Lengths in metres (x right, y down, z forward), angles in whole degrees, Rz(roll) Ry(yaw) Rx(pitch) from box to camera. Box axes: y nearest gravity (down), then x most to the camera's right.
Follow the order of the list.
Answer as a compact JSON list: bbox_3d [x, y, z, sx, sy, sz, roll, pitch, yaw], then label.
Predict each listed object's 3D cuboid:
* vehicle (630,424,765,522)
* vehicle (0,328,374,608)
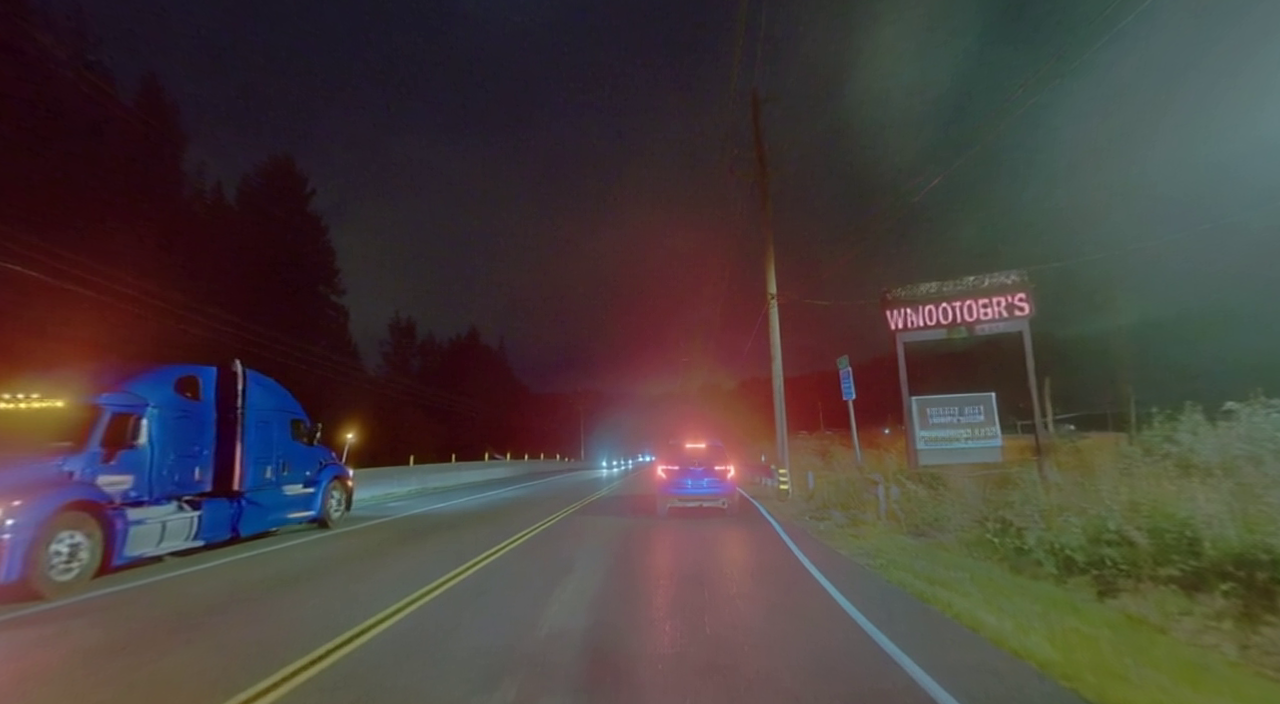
[{"bbox_3d":[0.958,2.155,11.671,2.081,1.503,3.726,0,-8,2],"label":"vehicle"},{"bbox_3d":[-8.261,1.736,10.516,3.395,3.071,7.634,-7,-6,8],"label":"vehicle"}]
